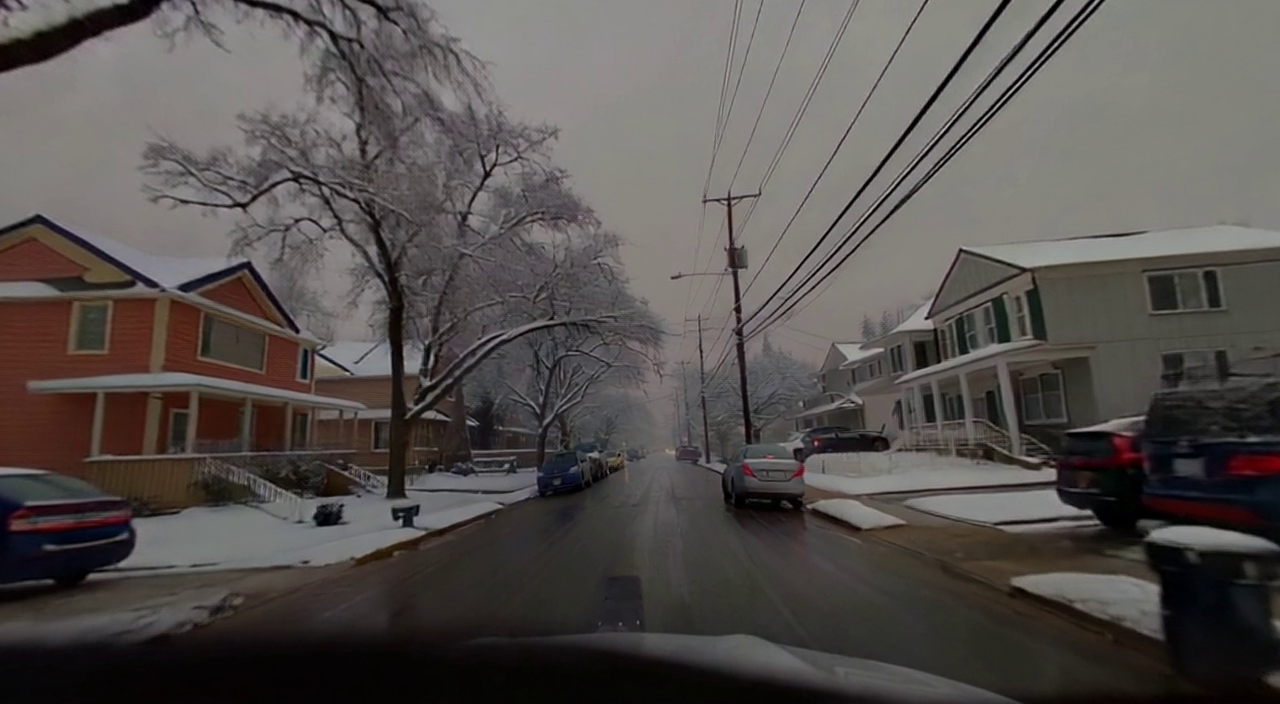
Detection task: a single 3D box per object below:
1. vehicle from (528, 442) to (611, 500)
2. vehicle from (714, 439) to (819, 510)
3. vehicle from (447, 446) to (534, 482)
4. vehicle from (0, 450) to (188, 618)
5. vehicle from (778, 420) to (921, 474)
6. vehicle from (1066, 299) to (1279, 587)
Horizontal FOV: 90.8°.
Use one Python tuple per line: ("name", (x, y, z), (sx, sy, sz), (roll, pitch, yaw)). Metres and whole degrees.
("vehicle", (-2.588, 4.509, 24.497), (2.204, 1.655, 4.813), (-9, -8, 2))
("vehicle", (3.297, 3.239, 17.411), (2.043, 1.631, 4.613), (-1, -7, 2))
("vehicle", (-8.080, 6.045, 34.420), (4.088, 1.779, 2.109), (-1, -6, 5))
("vehicle", (-8.919, 2.216, 8.247), (4.432, 1.739, 2.097), (0, -6, 2))
("vehicle", (8.793, 4.033, 26.958), (5.274, 2.170, 2.205), (0, -8, 0))
("vehicle", (7.541, 0.765, 5.519), (5.974, 2.066, 2.152), (0, -7, 2))
